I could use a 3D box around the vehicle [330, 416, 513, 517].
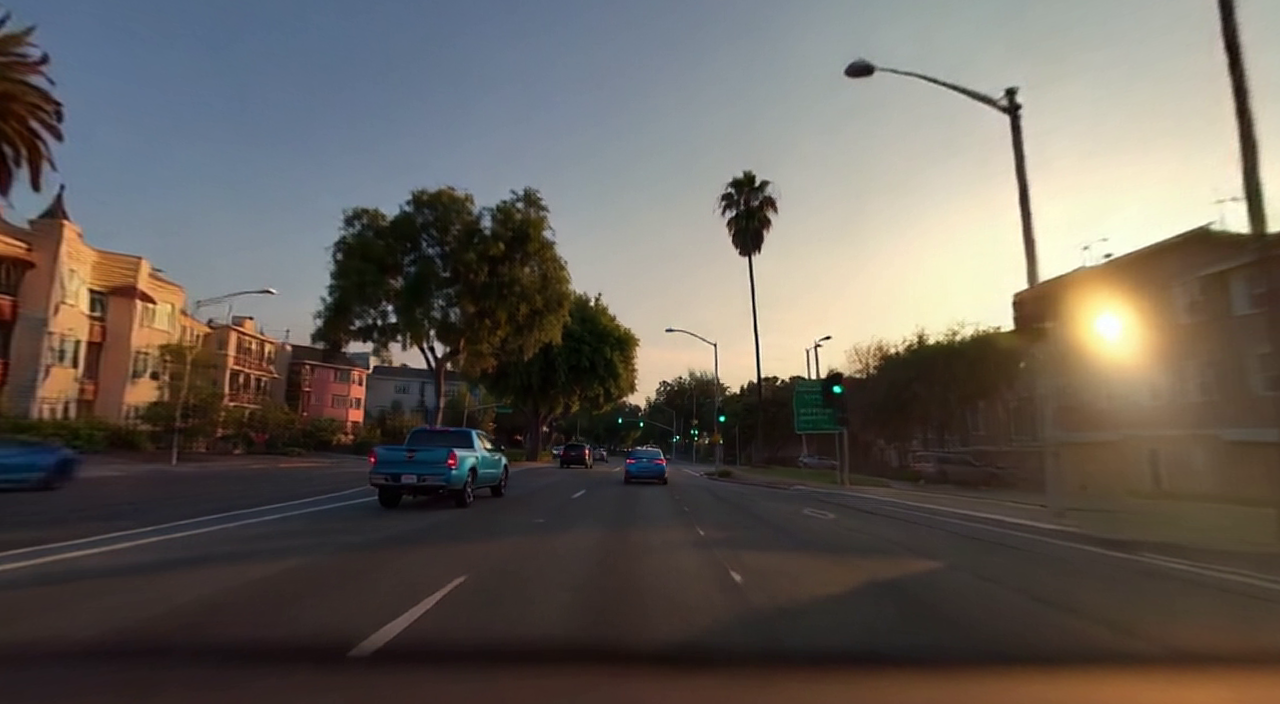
[{"bbox_3d":[-4.815,2.670,15.148,2.187,1.904,6.103,0,-9,1],"label":"vehicle"}]

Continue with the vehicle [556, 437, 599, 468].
[{"bbox_3d":[-4.473,7.340,45.839,2.447,2.062,5.911,0,-9,1],"label":"vehicle"}]

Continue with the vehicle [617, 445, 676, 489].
[{"bbox_3d":[0.252,4.496,24.844,2.122,1.562,4.152,0,-9,1],"label":"vehicle"}]

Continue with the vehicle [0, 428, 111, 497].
[{"bbox_3d":[-19.223,3.295,18.798,2.179,1.926,5.037,-1,-9,3],"label":"vehicle"}]
